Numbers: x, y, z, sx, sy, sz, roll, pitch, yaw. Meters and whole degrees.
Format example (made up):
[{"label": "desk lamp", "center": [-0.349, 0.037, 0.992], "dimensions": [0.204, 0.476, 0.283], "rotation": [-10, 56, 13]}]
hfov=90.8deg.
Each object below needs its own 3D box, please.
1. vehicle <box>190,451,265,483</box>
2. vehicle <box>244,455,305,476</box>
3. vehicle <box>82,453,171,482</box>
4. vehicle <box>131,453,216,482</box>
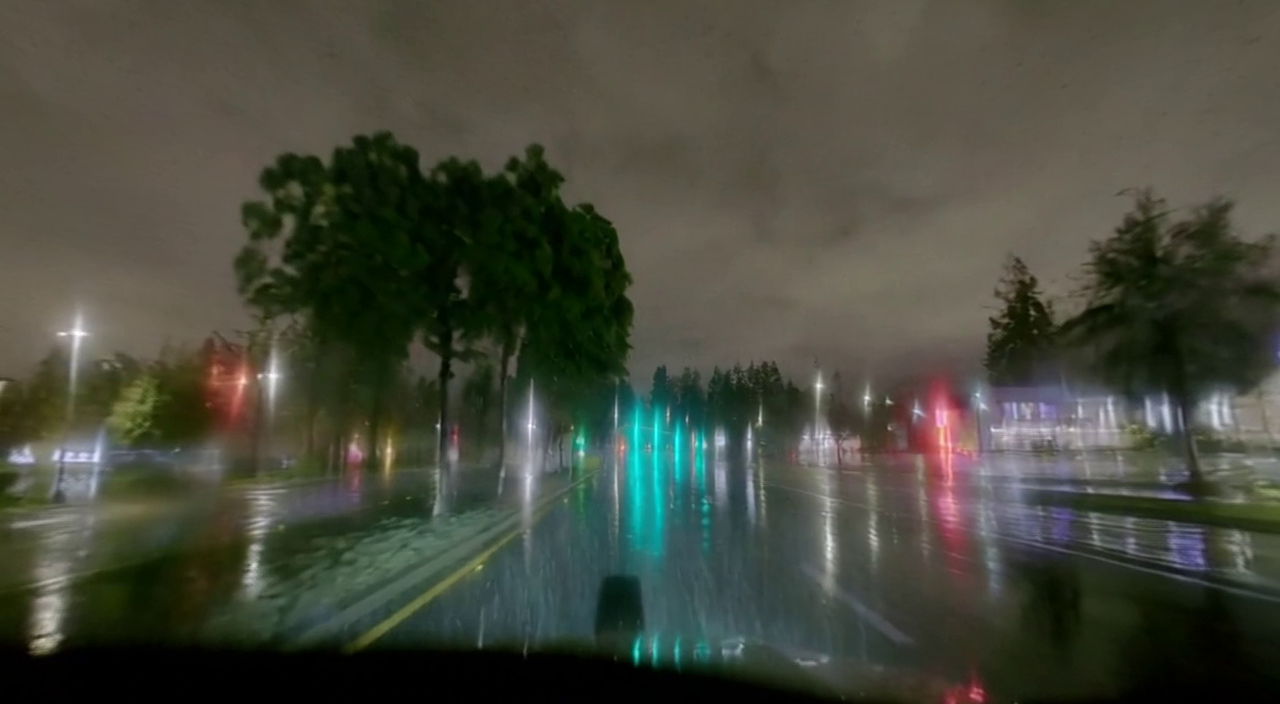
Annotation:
[{"label": "vehicle", "center": [-28.186, 7.875, 43.379], "dimensions": [2.019, 1.934, 5.018], "rotation": [-2, -10, -3]}, {"label": "vehicle", "center": [-28.205, 8.747, 48.917], "dimensions": [1.852, 1.482, 4.823], "rotation": [0, -9, 0]}, {"label": "vehicle", "center": [-34.559, 7.782, 42.735], "dimensions": [2.051, 1.757, 4.689], "rotation": [0, -9, 0]}, {"label": "vehicle", "center": [-31.337, 7.752, 42.642], "dimensions": [1.947, 1.751, 4.926], "rotation": [0, -8, 0]}]
